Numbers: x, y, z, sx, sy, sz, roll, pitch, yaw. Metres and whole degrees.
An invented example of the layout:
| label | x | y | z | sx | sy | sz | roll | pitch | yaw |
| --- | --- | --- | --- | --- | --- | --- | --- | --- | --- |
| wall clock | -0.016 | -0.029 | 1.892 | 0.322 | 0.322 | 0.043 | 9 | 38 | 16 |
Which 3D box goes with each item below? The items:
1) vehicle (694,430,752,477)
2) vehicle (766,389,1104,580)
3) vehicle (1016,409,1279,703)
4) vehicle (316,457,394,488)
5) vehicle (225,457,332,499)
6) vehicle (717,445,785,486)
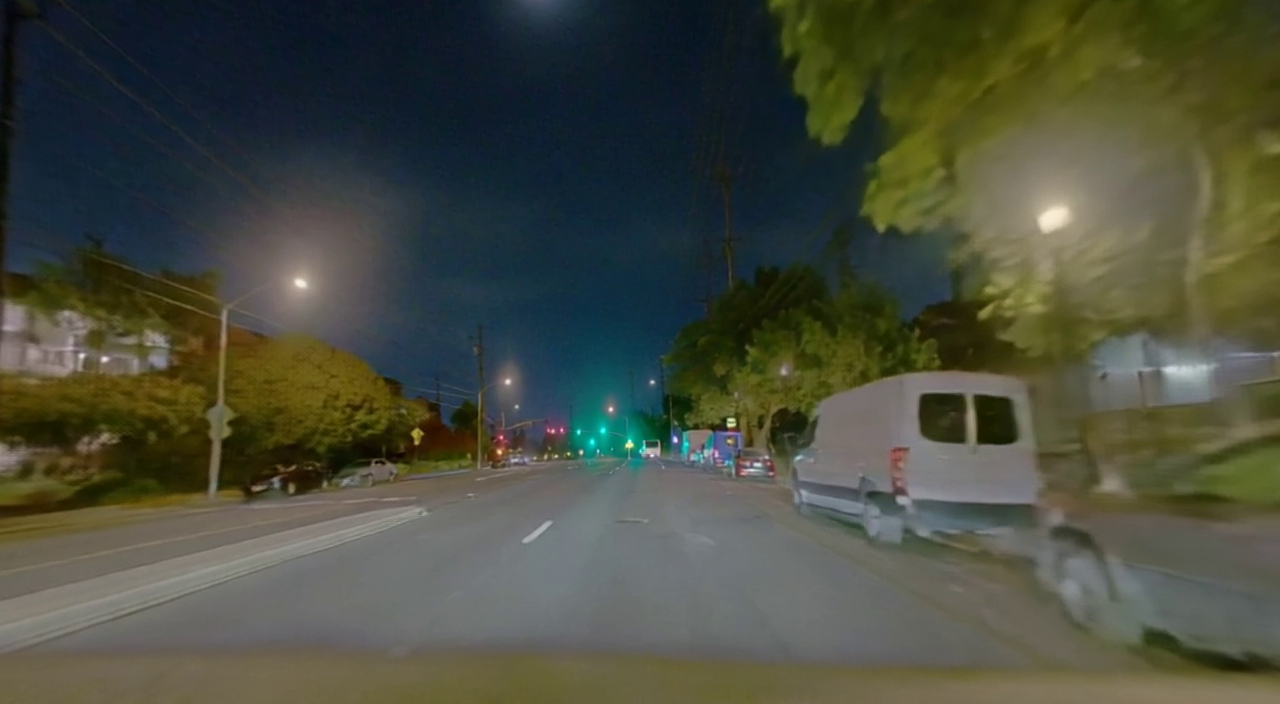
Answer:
| label | x | y | z | sx | sy | sz | roll | pitch | yaw |
| --- | --- | --- | --- | --- | --- | --- | --- | --- | --- |
| vehicle | 4.177 | 5.251 | 32.720 | 2.293 | 2.171 | 5.871 | 0 | -8 | 1 |
| vehicle | 3.740 | 1.864 | 9.816 | 2.372 | 2.008 | 6.181 | 0 | -8 | 1 |
| vehicle | 3.620 | 0.914 | 2.150 | 1.830 | 1.484 | 4.639 | 0 | -8 | 1 |
| vehicle | -15.231 | 6.455 | 33.857 | 1.944 | 1.454 | 4.581 | 0 | -8 | 2 |
| vehicle | -15.135 | 5.253 | 26.596 | 1.992 | 1.517 | 4.426 | 0 | -8 | -2 |
| vehicle | 4.280 | 4.425 | 24.883 | 1.804 | 1.432 | 4.594 | 0 | -8 | 0 |
